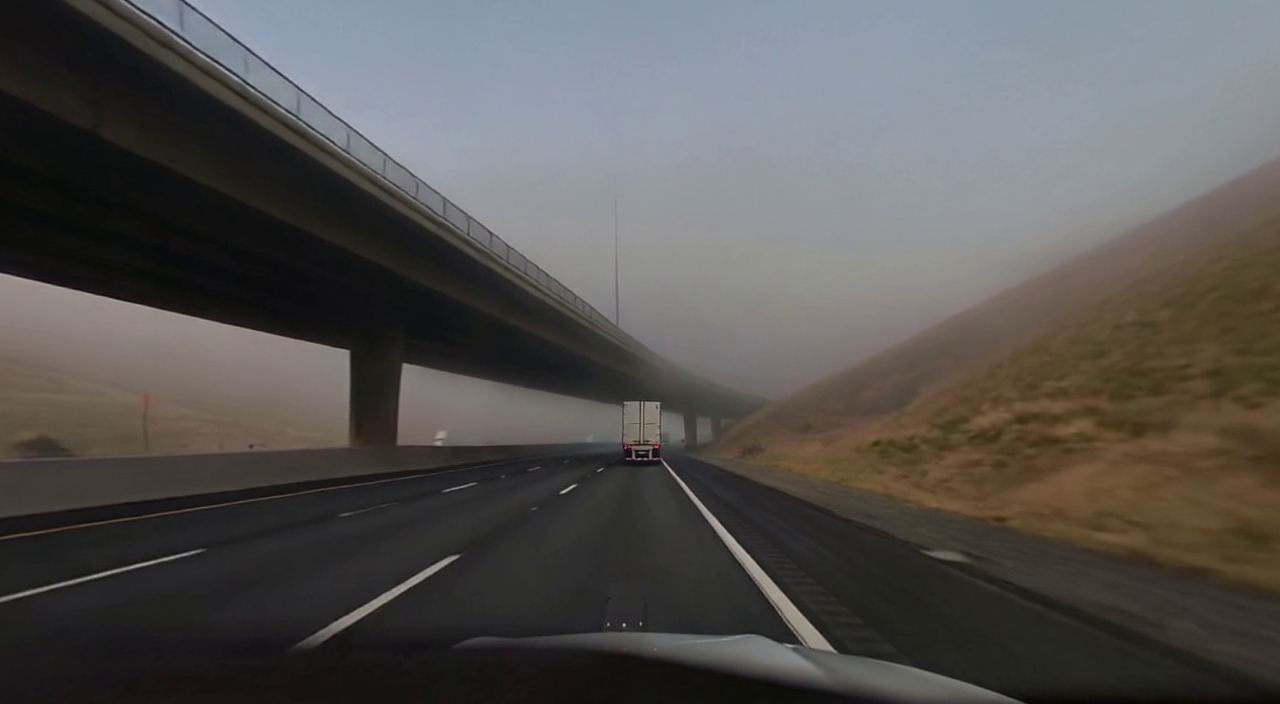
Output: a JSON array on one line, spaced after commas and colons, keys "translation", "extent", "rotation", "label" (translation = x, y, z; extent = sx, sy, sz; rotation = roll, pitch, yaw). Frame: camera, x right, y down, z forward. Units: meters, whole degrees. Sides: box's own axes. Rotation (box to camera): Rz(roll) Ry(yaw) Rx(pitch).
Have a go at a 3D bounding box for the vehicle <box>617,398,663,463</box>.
[{"translation": [-0.016, 5.683, 44.811], "extent": [2.866, 4.014, 11.261], "rotation": [0, -8, 0], "label": "vehicle"}]
